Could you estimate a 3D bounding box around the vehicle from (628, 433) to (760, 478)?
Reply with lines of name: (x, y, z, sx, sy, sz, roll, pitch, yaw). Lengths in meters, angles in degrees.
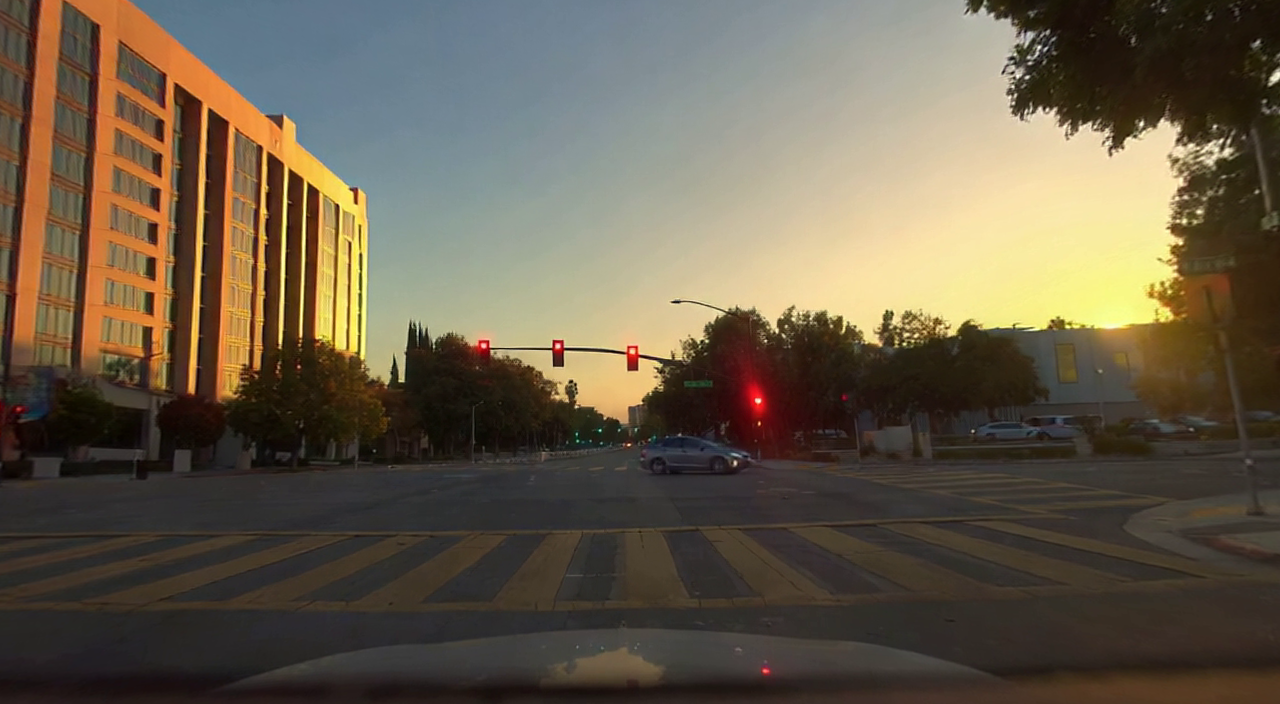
vehicle: (2.373, 4.527, 27.889, 5.357, 1.814, 2.141, -4, -9, 22)
